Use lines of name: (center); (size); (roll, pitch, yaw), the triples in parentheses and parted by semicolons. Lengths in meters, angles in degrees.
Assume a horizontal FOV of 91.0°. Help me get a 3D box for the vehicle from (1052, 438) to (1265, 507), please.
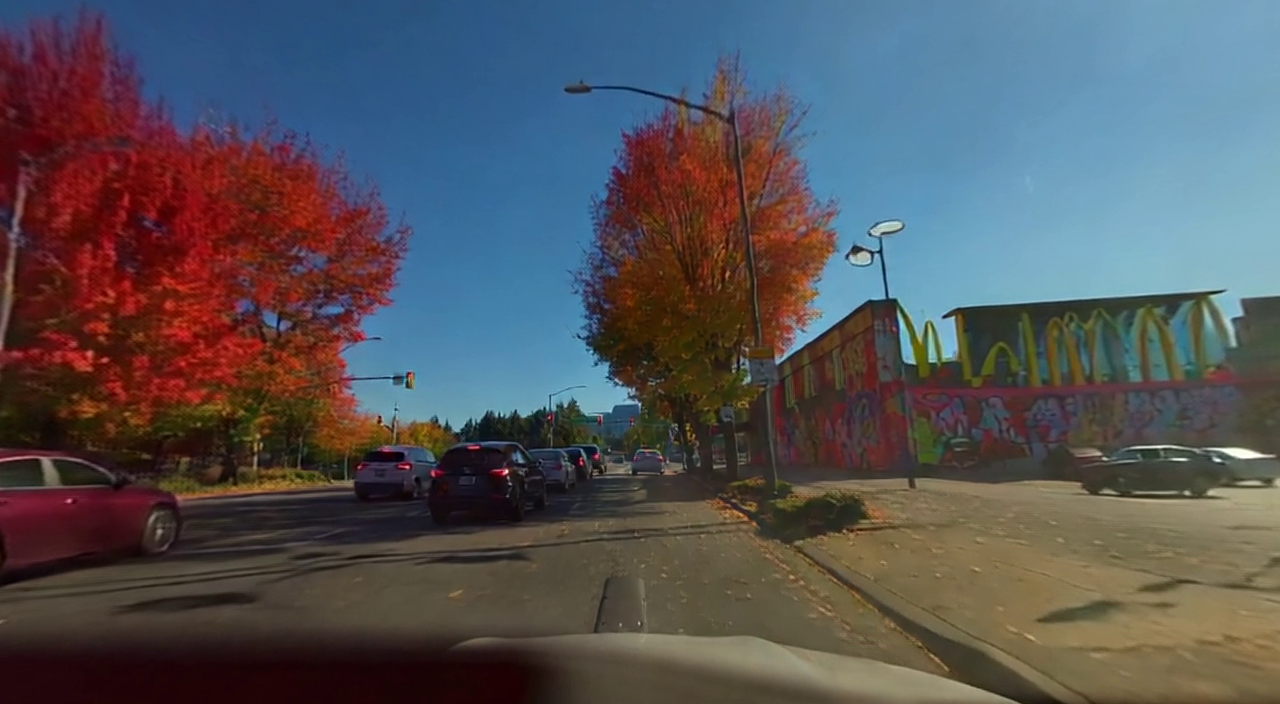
vehicle: (14.422, 3.350, 17.954); (1.963, 1.703, 4.447); (1, -9, -6)

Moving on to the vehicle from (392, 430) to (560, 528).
vehicle: (-3.121, 2.545, 13.191); (2.165, 1.663, 4.513); (0, -9, 2)

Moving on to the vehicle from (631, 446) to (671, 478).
vehicle: (0.620, 6.207, 35.798); (2.144, 1.704, 4.028); (0, -9, 1)

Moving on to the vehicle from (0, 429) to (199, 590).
vehicle: (-7.363, 1.655, 6.866); (1.932, 1.596, 4.247); (0, -9, 1)
